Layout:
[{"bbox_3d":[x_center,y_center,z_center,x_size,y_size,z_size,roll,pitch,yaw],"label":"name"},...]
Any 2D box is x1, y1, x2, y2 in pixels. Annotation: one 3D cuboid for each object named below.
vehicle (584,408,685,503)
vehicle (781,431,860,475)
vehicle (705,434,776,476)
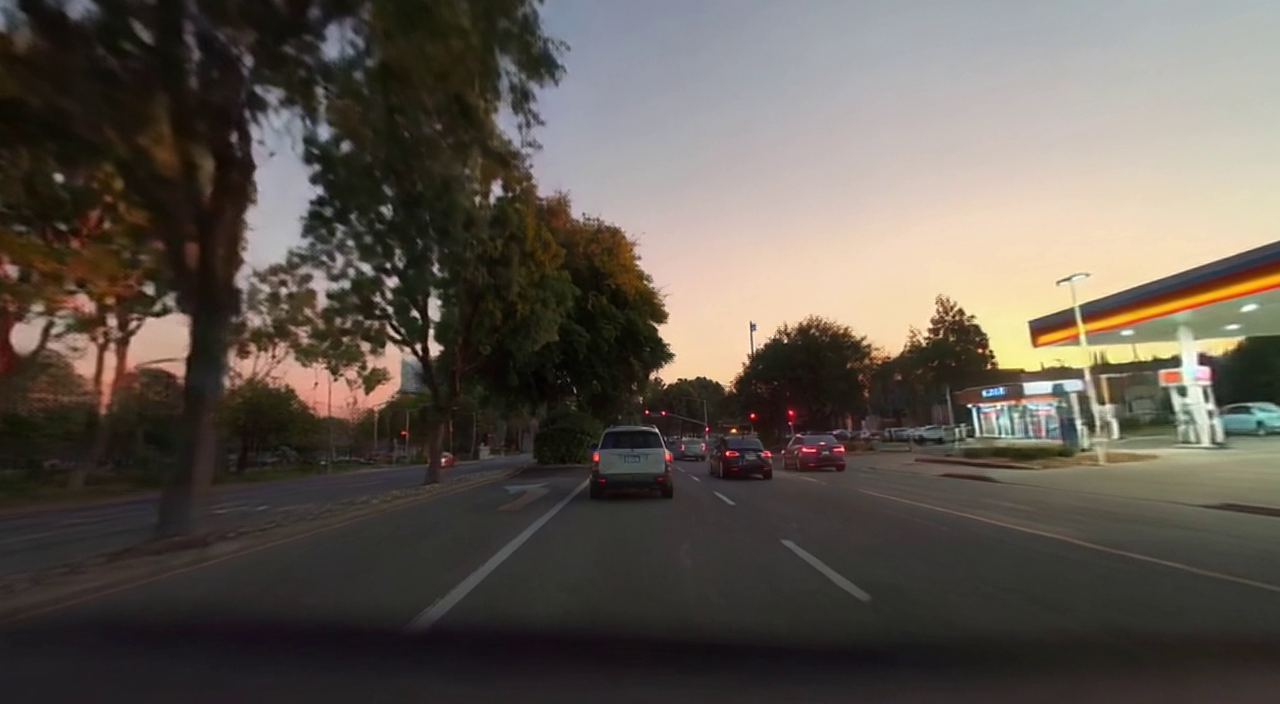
[{"bbox_3d":[-0.126,2.445,15.226,2.038,1.917,4.900,0,-8,0],"label":"vehicle"},{"bbox_3d":[7.036,3.973,25.084,1.793,1.585,4.130,0,-8,-1],"label":"vehicle"},{"bbox_3d":[3.783,3.969,24.550,1.940,1.474,4.234,0,-8,-2],"label":"vehicle"}]
